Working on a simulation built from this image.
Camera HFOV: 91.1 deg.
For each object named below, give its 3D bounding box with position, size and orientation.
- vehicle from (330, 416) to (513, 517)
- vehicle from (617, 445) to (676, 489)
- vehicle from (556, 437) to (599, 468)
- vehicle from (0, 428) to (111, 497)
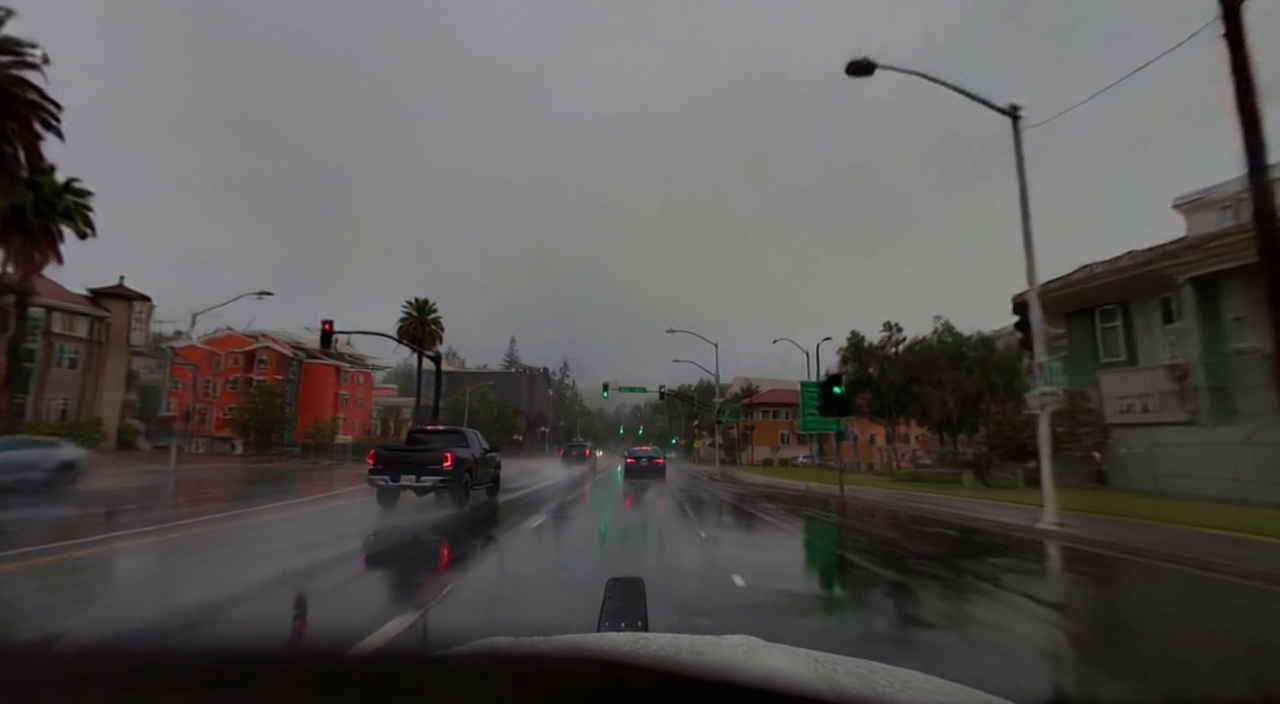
[{"bbox_3d":[-4.815,2.670,15.148,2.187,1.904,6.103,0,-9,1],"label":"vehicle"},{"bbox_3d":[0.252,4.496,24.844,2.122,1.562,4.152,0,-9,1],"label":"vehicle"},{"bbox_3d":[-4.473,7.340,45.839,2.447,2.062,5.911,0,-9,1],"label":"vehicle"},{"bbox_3d":[-19.223,3.295,18.798,2.179,1.926,5.037,-1,-9,3],"label":"vehicle"}]
